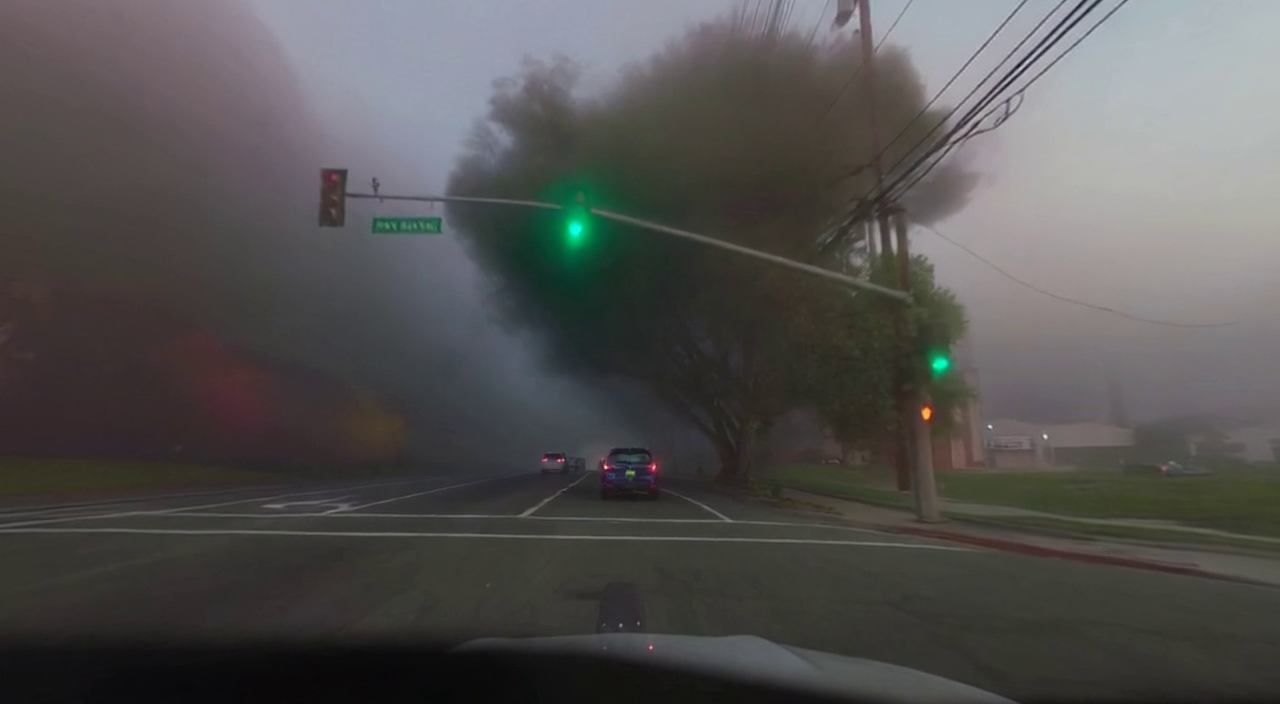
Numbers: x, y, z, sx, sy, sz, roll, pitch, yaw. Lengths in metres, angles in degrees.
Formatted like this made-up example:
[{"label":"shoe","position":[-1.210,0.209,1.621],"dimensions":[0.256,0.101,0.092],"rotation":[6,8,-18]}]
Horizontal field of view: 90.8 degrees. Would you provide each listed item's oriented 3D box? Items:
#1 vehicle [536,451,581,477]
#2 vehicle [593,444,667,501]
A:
[{"label":"vehicle","position":[-4.919,6.813,38.687],"dimensions":[2.153,1.474,4.284],"rotation":[0,-9,1]},{"label":"vehicle","position":[-0.350,3.813,20.401],"dimensions":[2.156,1.636,3.923],"rotation":[0,-9,-2]}]
